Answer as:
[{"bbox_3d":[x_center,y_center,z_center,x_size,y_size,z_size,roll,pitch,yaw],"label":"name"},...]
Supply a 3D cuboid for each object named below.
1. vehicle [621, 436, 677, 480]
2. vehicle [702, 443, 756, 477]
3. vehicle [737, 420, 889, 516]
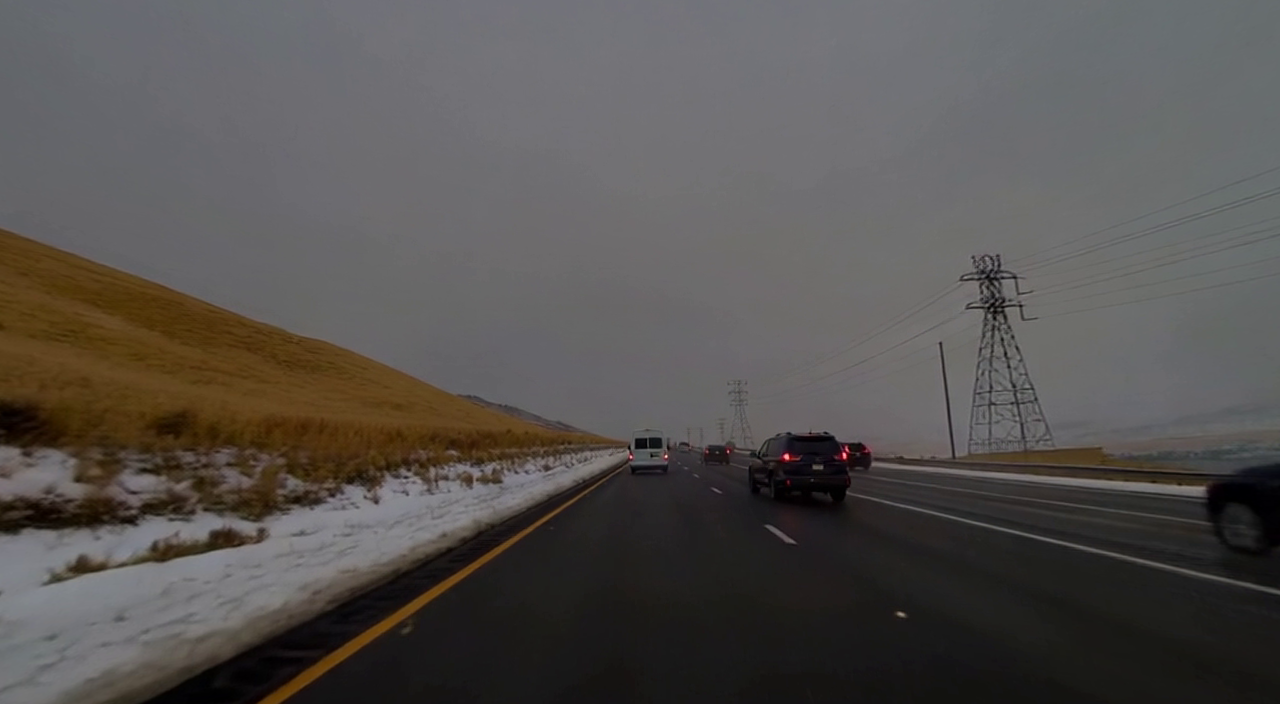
[{"bbox_3d":[0.421,4.645,27.930,2.268,1.772,4.523,0,-8,1],"label":"vehicle"},{"bbox_3d":[4.121,5.086,29.961,1.938,1.466,4.356,0,-8,0],"label":"vehicle"},{"bbox_3d":[3.650,2.549,14.325,2.139,1.821,4.480,0,-8,0],"label":"vehicle"}]
